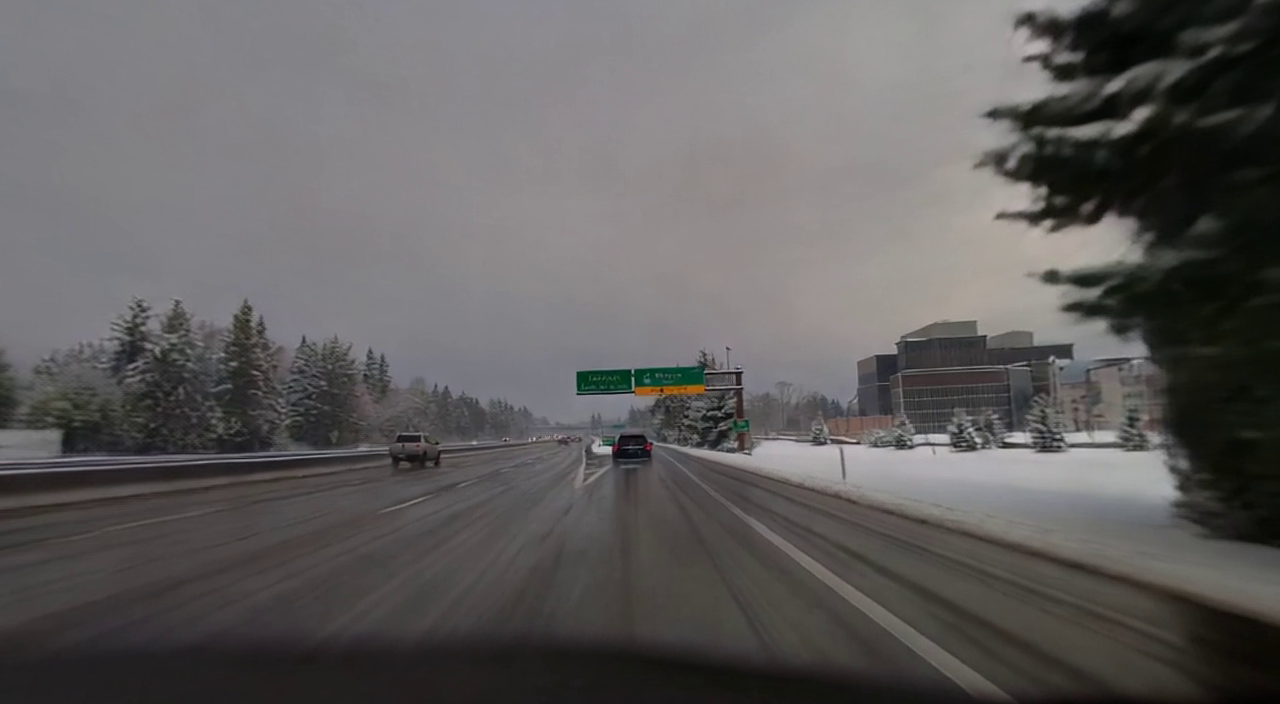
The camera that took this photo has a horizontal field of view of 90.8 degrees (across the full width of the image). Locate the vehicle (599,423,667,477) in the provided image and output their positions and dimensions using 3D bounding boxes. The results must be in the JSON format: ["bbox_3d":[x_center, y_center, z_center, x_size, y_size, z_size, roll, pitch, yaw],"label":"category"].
[{"bbox_3d":[-0.300,3.990,25.890,2.497,1.957,5.432,-1,-8,-1],"label":"vehicle"}]

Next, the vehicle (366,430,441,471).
[{"bbox_3d":[-12.342,5.186,33.392,2.289,1.955,5.147,0,-8,-4],"label":"vehicle"}]

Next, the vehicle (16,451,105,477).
[{"bbox_3d":[-37.770,7.289,41.319,1.820,1.564,4.436,0,-8,-4],"label":"vehicle"}]
